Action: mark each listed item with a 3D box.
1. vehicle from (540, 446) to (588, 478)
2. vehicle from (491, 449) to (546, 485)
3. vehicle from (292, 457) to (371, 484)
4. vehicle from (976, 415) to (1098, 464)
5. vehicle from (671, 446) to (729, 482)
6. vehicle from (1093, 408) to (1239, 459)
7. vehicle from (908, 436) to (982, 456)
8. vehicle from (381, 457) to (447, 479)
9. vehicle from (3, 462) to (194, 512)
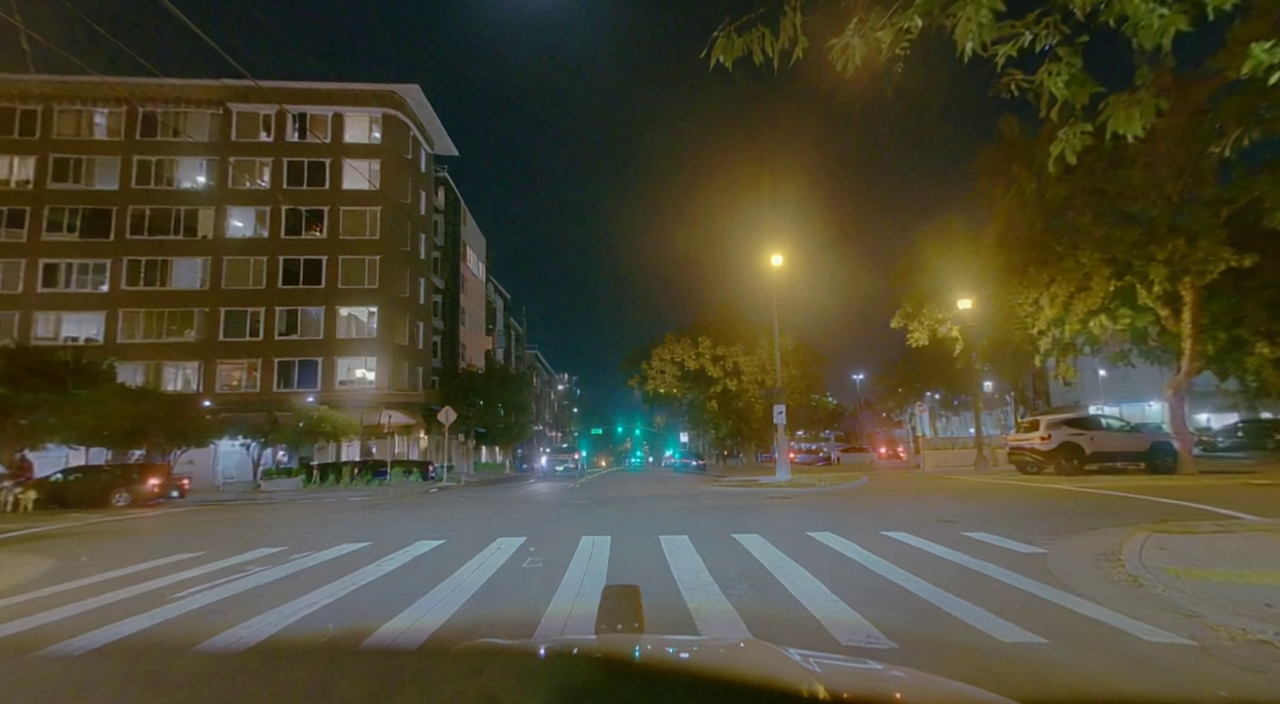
[{"bbox_3d":[-4.436,6.550,37.700,2.102,1.768,4.290,-1,-9,3],"label":"vehicle"},{"bbox_3d":[-7.617,7.249,40.251,2.193,1.814,5.061,-9,-8,0],"label":"vehicle"},{"bbox_3d":[-23.156,8.889,47.482,4.844,1.836,2.117,-1,-8,5],"label":"vehicle"},{"bbox_3d":[16.743,3.790,26.997,2.041,1.921,4.574,0,-9,-2],"label":"vehicle"},{"bbox_3d":[3.253,5.874,33.548,1.942,1.603,3.785,1,-7,23],"label":"vehicle"},{"bbox_3d":[22.304,3.532,27.144,2.137,1.962,4.988,-1,-8,3],"label":"vehicle"},{"bbox_3d":[23.013,7.087,47.772,4.528,1.475,2.070,0,-8,3],"label":"vehicle"},{"bbox_3d":[-16.931,8.668,47.376,4.203,1.544,1.889,0,-8,2],"label":"vehicle"},{"bbox_3d":[-17.316,4.316,20.372,4.439,1.448,1.793,0,-9,0],"label":"vehicle"}]
